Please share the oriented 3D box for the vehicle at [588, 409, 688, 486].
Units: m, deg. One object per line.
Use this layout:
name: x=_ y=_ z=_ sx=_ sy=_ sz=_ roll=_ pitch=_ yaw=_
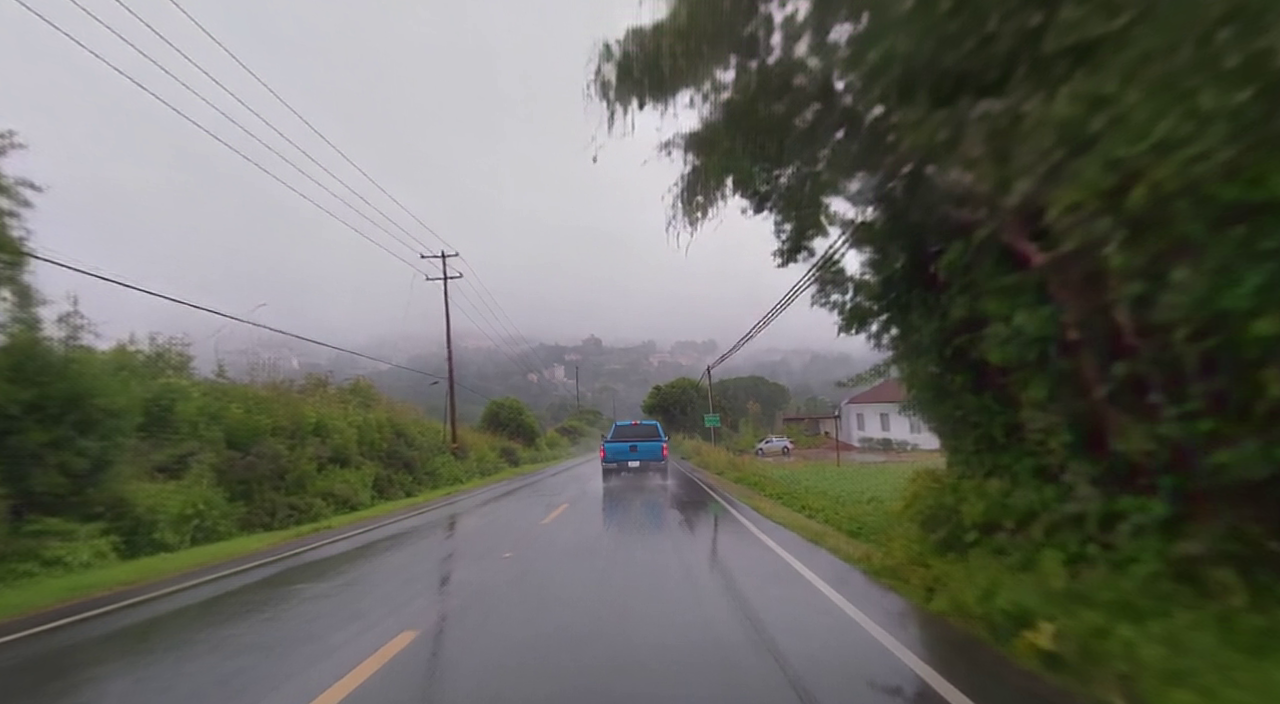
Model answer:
vehicle: x=-0.111 y=3.436 z=22.934 sx=3.021 sy=2.326 sz=7.410 roll=0 pitch=-8 yaw=-1
